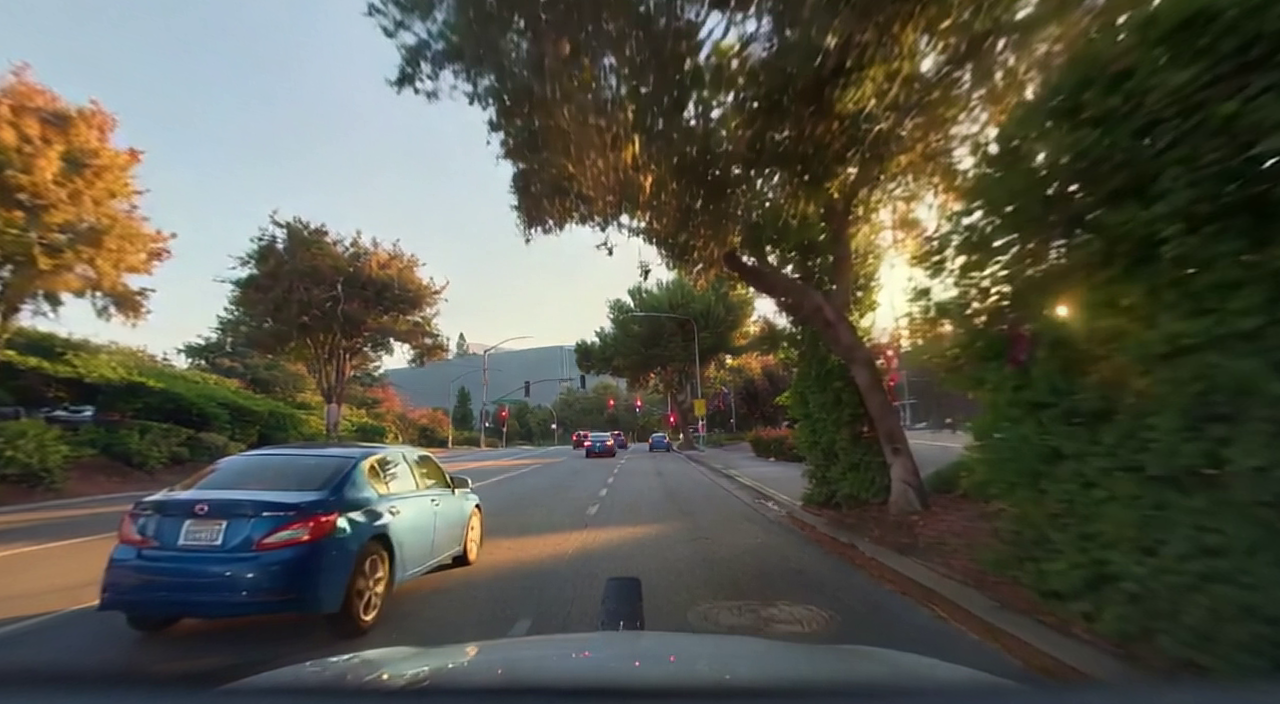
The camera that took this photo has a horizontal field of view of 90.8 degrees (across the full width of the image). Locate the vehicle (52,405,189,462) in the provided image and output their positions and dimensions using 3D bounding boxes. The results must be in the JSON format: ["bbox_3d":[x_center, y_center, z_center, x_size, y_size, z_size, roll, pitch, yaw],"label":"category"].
[{"bbox_3d":[-33.530,5.228,40.735,9.036,3.379,2.893,-3,-8,25],"label":"vehicle"}]
